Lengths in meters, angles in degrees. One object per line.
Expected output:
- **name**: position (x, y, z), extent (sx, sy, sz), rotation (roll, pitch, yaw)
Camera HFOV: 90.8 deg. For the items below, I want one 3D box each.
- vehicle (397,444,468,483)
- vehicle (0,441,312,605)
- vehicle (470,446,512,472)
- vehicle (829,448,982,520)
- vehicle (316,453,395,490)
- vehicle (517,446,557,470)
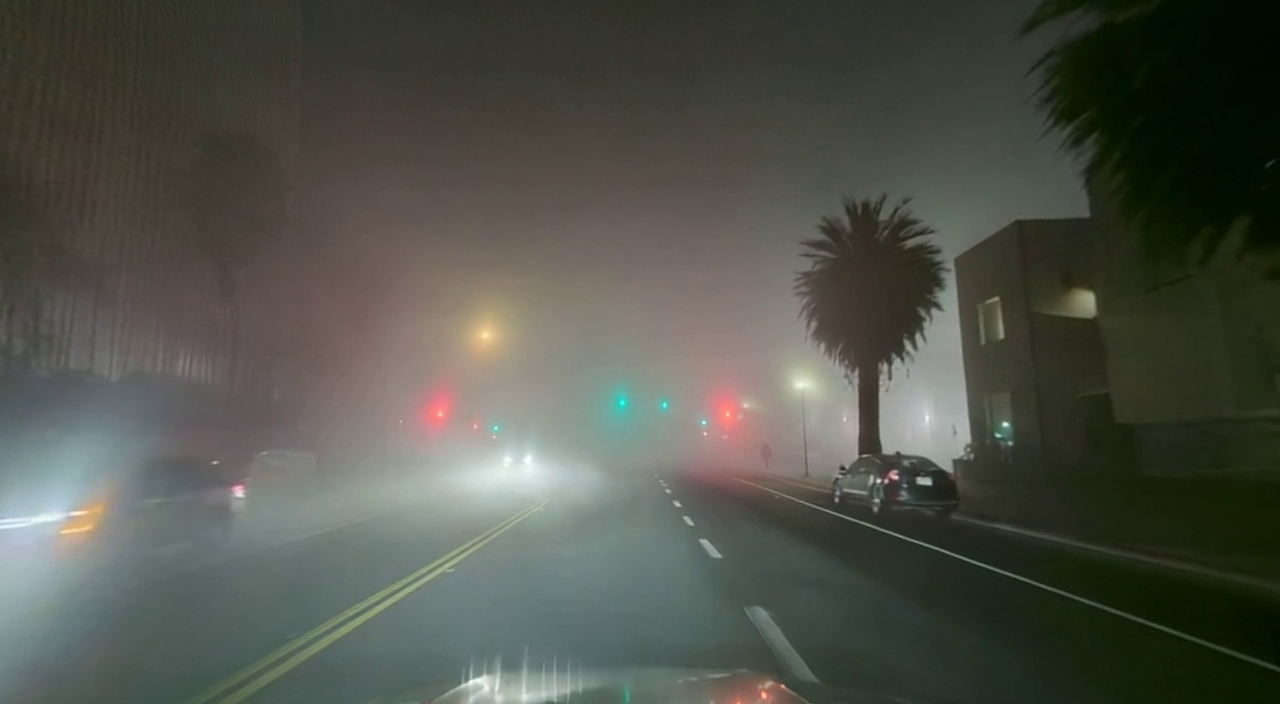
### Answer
- **vehicle**: position (-9.844, 5.287, 30.319), extent (1.940, 1.726, 4.395), rotation (0, -8, 0)
- **vehicle**: position (-6.479, 1.927, 8.175), extent (2.069, 1.512, 4.406), rotation (0, -8, 0)
- **vehicle**: position (-10.352, 7.457, 44.285), extent (1.923, 1.662, 4.318), rotation (0, -8, -1)
- **vehicle**: position (5.692, 2.834, 14.084), extent (1.784, 1.350, 3.677), rotation (0, -8, 0)
- **vehicle**: position (-13.337, 5.587, 29.867), extent (1.855, 1.546, 4.095), rotation (0, -8, -1)
- **vehicle**: position (-6.785, 7.024, 42.032), extent (1.868, 1.467, 4.267), rotation (0, -8, 1)
